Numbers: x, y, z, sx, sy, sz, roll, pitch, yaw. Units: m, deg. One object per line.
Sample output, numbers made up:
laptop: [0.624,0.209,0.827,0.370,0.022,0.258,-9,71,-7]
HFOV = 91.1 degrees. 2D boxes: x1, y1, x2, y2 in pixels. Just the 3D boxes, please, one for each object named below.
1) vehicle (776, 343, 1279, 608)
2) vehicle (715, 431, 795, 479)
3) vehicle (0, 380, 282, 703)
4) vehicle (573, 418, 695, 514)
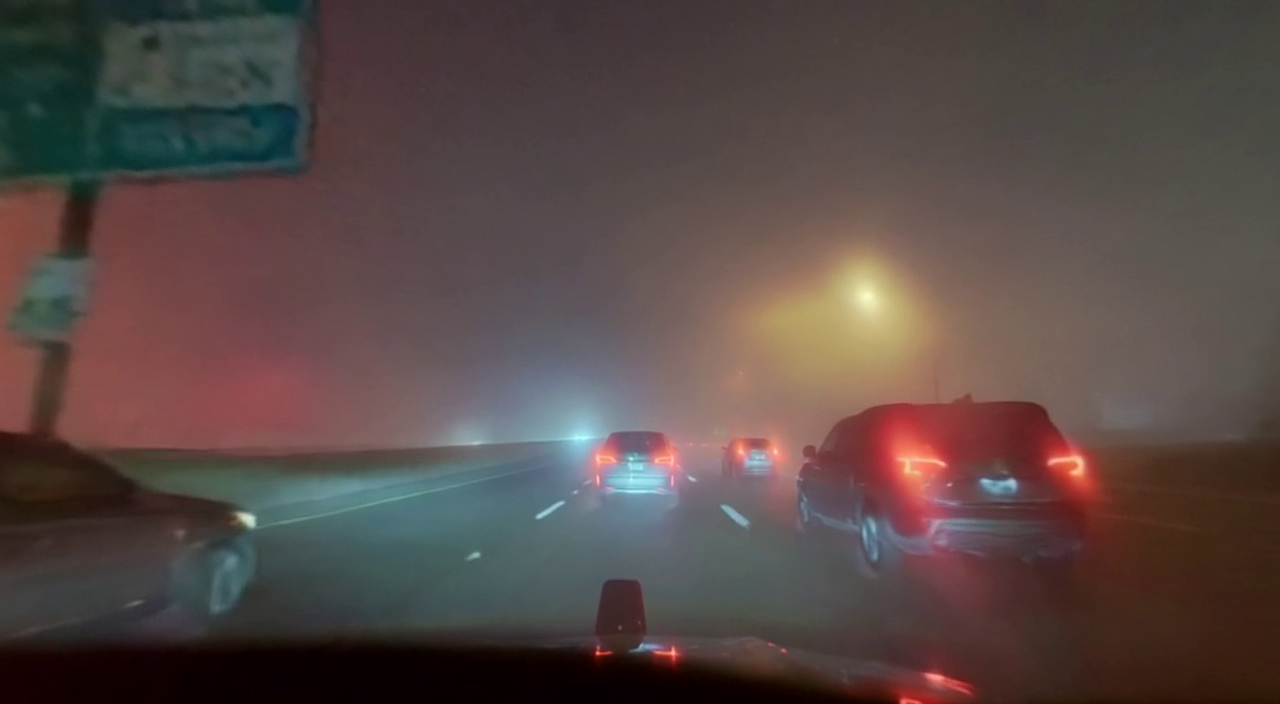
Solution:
vehicle: [3.696,1.361,7.889,2.732,2.065,5.826,0,-8,1]
vehicle: [4.161,3.814,23.541,2.210,1.625,4.249,0,-8,0]
vehicle: [-3.930,0.846,2.586,2.011,1.510,4.698,0,-8,2]
vehicle: [-0.074,2.272,13.001,2.099,1.640,4.134,0,-8,1]
